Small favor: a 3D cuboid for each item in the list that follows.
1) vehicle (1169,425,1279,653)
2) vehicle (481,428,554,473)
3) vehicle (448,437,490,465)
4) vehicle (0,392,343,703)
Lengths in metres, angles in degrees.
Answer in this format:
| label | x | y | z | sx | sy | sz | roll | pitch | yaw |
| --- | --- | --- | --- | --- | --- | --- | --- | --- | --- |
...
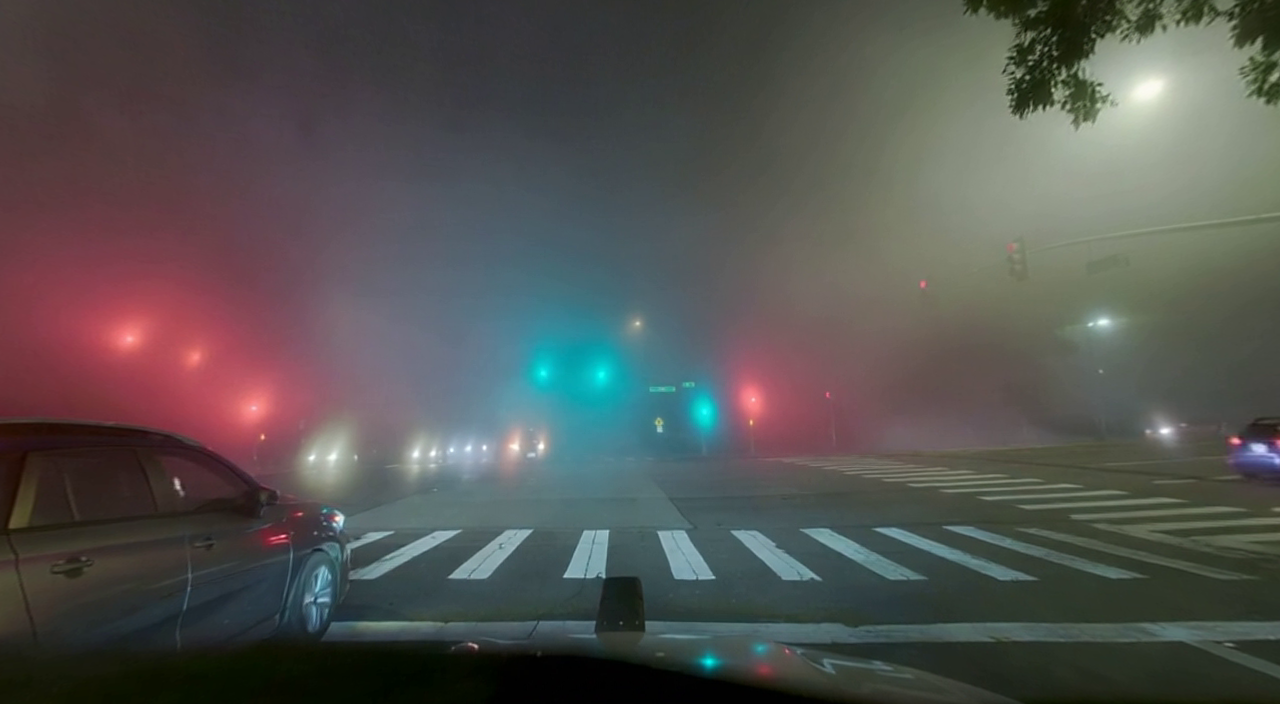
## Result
| label | x | y | z | sx | sy | sz | roll | pitch | yaw |
| --- | --- | --- | --- | --- | --- | --- | --- | --- | --- |
| vehicle | 4.949 | 0.983 | 2.563 | 1.949 | 1.449 | 4.530 | -1 | -8 | 5 |
| vehicle | -5.759 | 4.514 | 29.225 | 2.109 | 1.871 | 4.778 | 4 | -9 | -25 |
| vehicle | -12.792 | 7.420 | 47.536 | 2.051 | 1.715 | 4.346 | -3 | -6 | -2 |
| vehicle | -3.070 | 0.892 | 2.149 | 1.919 | 1.478 | 4.720 | 0 | -8 | -1 |
